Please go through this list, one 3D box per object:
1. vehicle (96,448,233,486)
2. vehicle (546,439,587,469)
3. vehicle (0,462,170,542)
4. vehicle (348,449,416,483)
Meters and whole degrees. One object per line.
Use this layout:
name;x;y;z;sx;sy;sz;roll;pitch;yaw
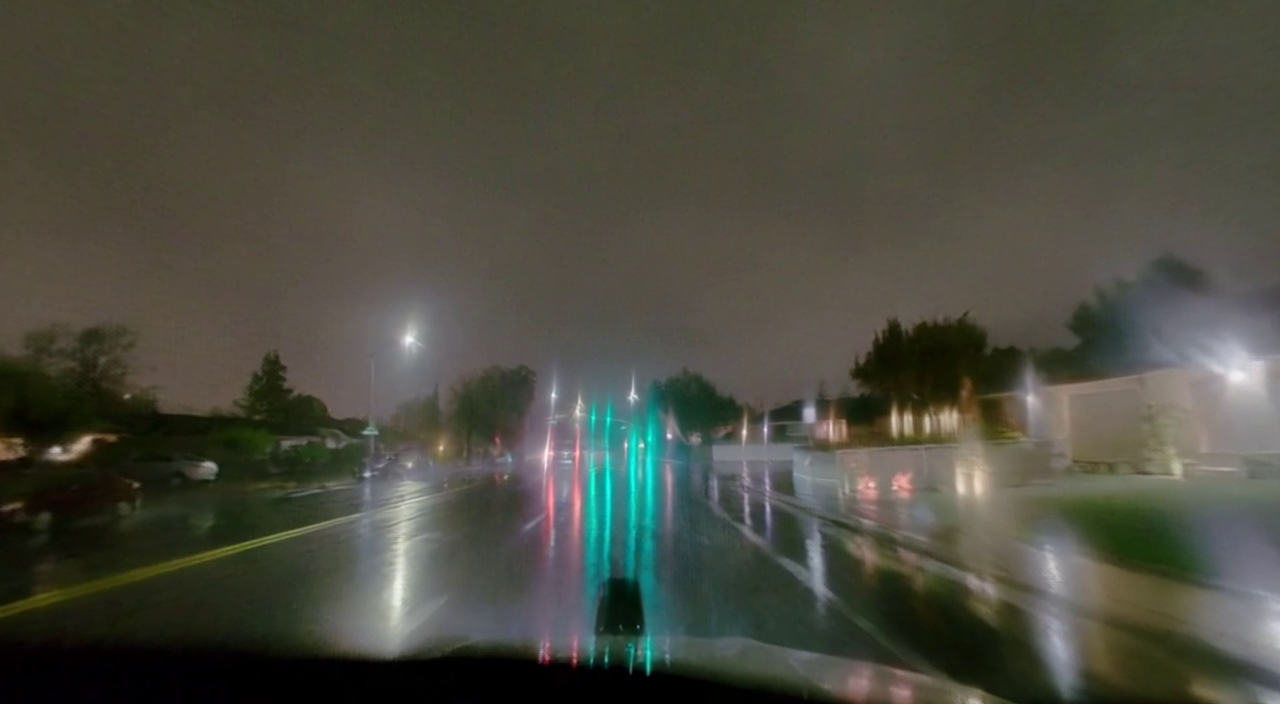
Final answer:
vehicle;-22.290;5.379;29.752;4.887;1.711;2.014;0;-8;4
vehicle;-4.577;6.431;39.986;2.135;1.731;4.232;0;-8;-1
vehicle;-14.221;3.515;15.399;1.900;1.494;4.730;0;-8;-1
vehicle;-14.476;6.398;35.736;1.966;1.760;4.604;0;-8;-1
